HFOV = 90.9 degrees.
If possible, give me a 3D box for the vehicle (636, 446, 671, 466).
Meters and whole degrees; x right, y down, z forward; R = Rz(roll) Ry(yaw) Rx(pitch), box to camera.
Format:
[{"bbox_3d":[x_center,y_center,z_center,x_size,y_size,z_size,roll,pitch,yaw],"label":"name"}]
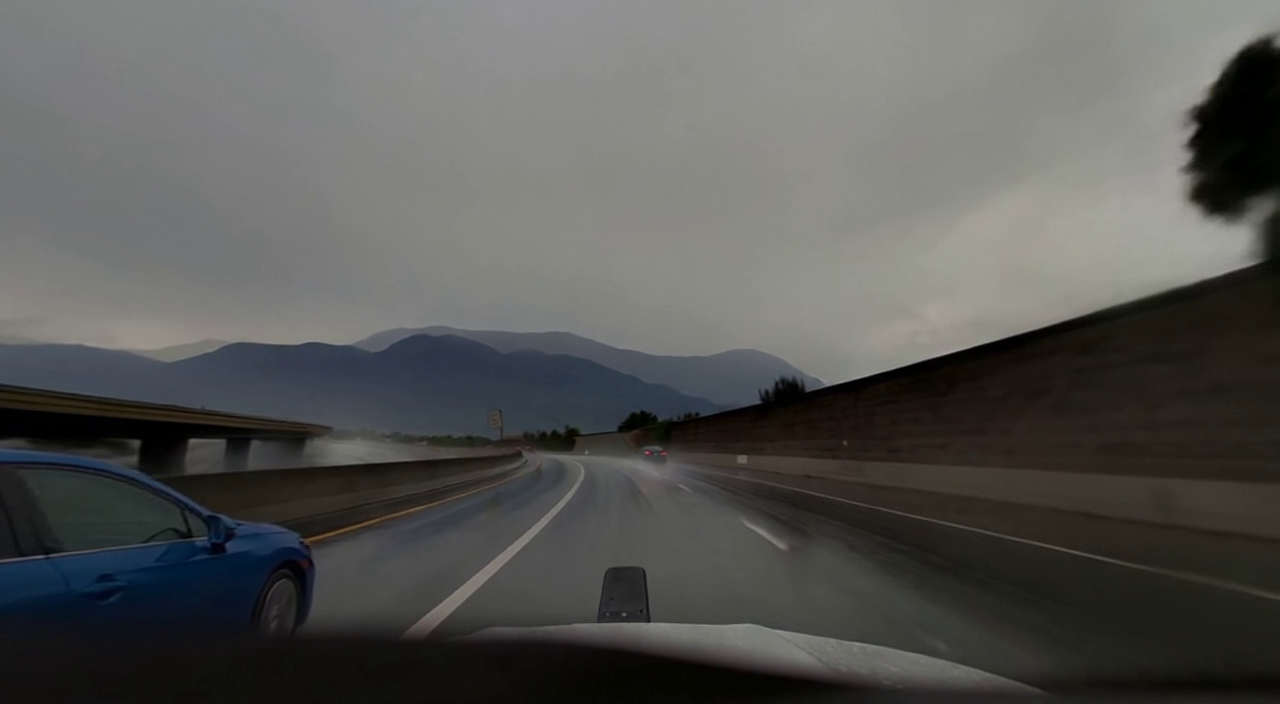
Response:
[{"bbox_3d":[0.973,8.131,49.463,1.985,1.440,4.466,1,-9,-9],"label":"vehicle"}]
